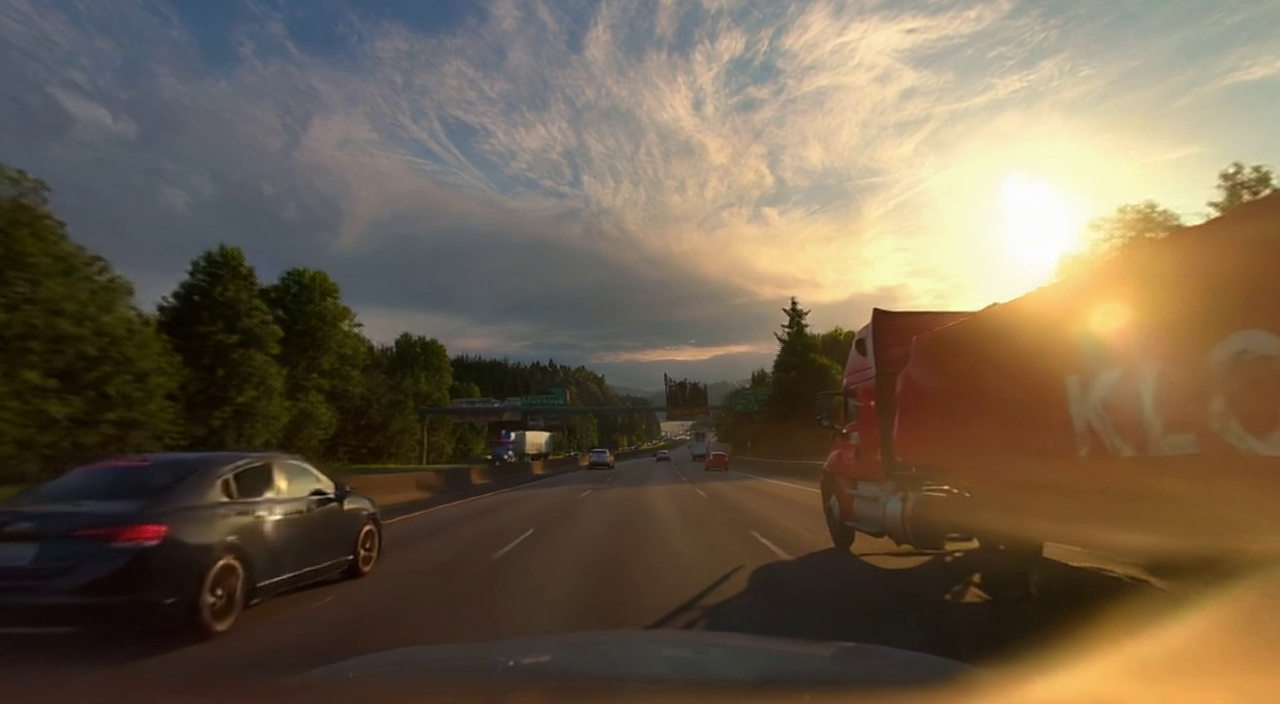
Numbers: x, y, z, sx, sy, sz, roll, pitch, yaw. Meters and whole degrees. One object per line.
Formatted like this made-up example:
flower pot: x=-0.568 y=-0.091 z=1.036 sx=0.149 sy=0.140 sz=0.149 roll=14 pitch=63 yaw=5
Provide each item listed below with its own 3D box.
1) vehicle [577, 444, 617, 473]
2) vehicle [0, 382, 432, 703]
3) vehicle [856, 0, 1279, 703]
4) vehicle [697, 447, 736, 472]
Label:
vehicle: x=-2.624 y=6.640 z=39.390 sx=2.017 sy=1.683 sz=4.309 roll=0 pitch=-9 yaw=2
vehicle: x=-3.373 y=1.231 z=4.492 sx=2.085 sy=1.530 sz=4.809 roll=0 pitch=-9 yaw=1
vehicle: x=4.215 y=-0.346 z=2.395 sx=2.914 sy=3.998 sz=11.103 roll=0 pitch=-9 yaw=1
vehicle: x=5.035 y=7.148 z=41.939 sx=2.176 sy=1.598 sz=3.878 roll=0 pitch=-9 yaw=1
